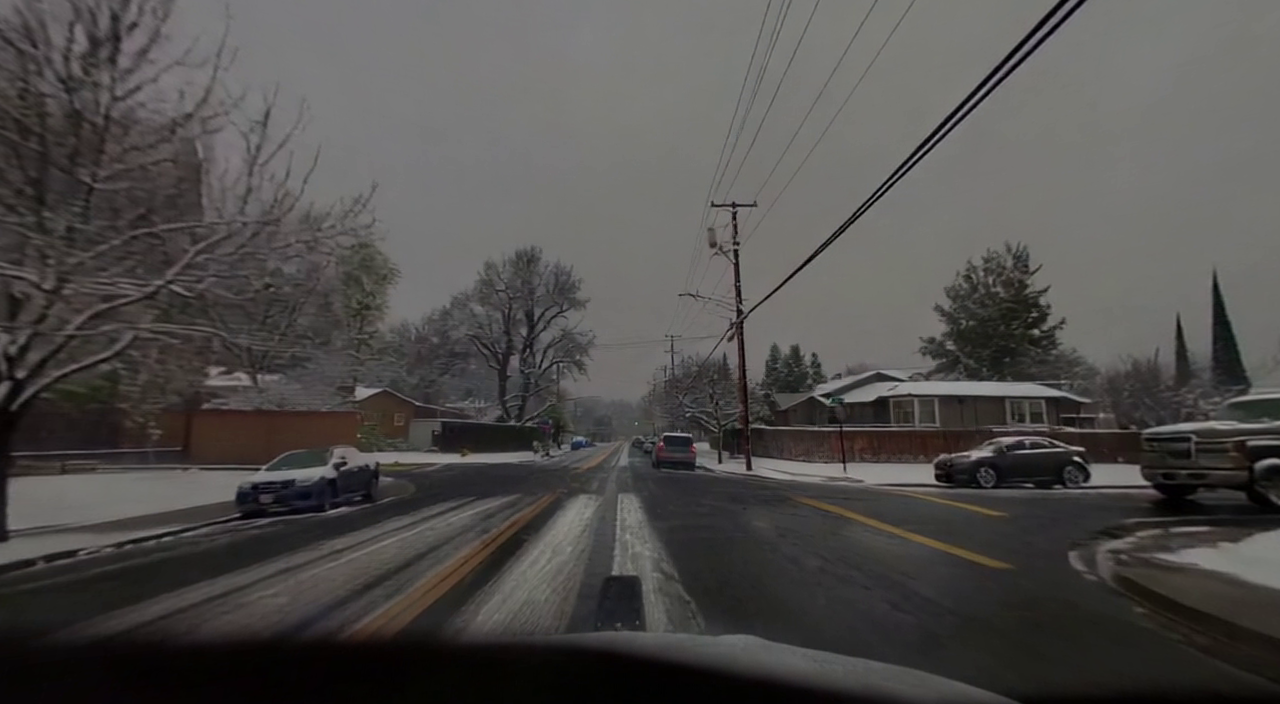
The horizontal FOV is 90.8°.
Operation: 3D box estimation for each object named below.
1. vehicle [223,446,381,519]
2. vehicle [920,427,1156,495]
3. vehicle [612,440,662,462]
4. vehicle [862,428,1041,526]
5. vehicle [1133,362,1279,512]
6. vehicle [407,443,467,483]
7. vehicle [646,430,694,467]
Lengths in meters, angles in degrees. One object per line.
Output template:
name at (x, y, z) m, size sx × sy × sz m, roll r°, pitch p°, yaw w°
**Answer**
vehicle at (-7.878, 3.021, 15.259) m, size 1.997 × 1.456 × 4.319 m, roll 1°, pitch -9°, yaw -9°
vehicle at (12.342, 3.426, 20.001) m, size 5.757 × 1.978 × 2.362 m, roll 0°, pitch -9°, yaw 3°
vehicle at (-0.285, 7.118, 45.432) m, size 1.856 × 1.512 × 4.292 m, roll 4°, pitch -10°, yaw -26°
vehicle at (6.445, 2.437, 12.874) m, size 1.944 × 1.636 × 4.140 m, roll -8°, pitch -12°, yaw 44°
vehicle at (18.893, 2.170, 16.218) m, size 10.500 × 3.344 × 2.906 m, roll 1°, pitch -9°, yaw -7°
vehicle at (-8.378, 4.472, 25.798) m, size 2.033 × 1.477 × 4.626 m, roll 3°, pitch -9°, yaw -21°
vehicle at (1.669, 5.734, 37.678) m, size 2.173 × 1.992 × 5.891 m, roll 1°, pitch -9°, yaw -4°
